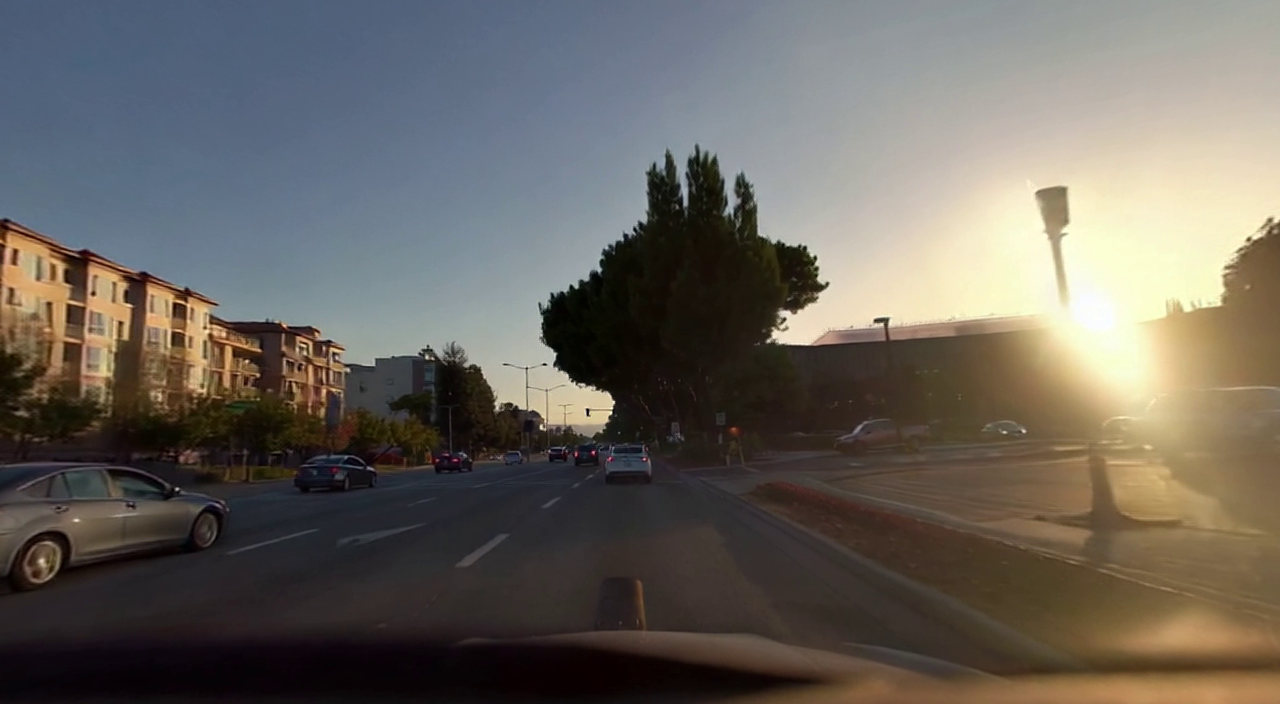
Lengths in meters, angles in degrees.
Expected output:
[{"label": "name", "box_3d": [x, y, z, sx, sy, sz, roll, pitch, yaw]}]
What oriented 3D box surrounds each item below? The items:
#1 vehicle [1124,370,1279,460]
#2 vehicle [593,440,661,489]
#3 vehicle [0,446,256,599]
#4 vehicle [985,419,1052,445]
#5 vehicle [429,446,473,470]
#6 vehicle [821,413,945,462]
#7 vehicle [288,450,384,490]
[{"label": "vehicle", "box_3d": [15.833, 1.757, 16.375, 2.395, 2.028, 5.135, 1, -9, -1]}, {"label": "vehicle", "box_3d": [-0.413, 3.788, 21.638, 2.099, 1.469, 4.389, 1, -9, -1]}, {"label": "vehicle", "box_3d": [-7.121, 1.894, 7.778, 1.906, 1.449, 4.576, 1, -9, 0]}, {"label": "vehicle", "box_3d": [27.751, 5.864, 46.411, 3.745, 1.450, 1.750, -5, -5, -3]}, {"label": "vehicle", "box_3d": [-14.503, 8.164, 48.770, 2.064, 1.686, 4.380, 1, -9, -1]}, {"label": "vehicle", "box_3d": [12.614, 4.455, 33.135, 5.253, 2.014, 2.666, -4, -7, -5]}, {"label": "vehicle", "box_3d": [-12.699, 4.935, 26.775, 2.024, 1.484, 4.592, 1, -9, -4]}]
